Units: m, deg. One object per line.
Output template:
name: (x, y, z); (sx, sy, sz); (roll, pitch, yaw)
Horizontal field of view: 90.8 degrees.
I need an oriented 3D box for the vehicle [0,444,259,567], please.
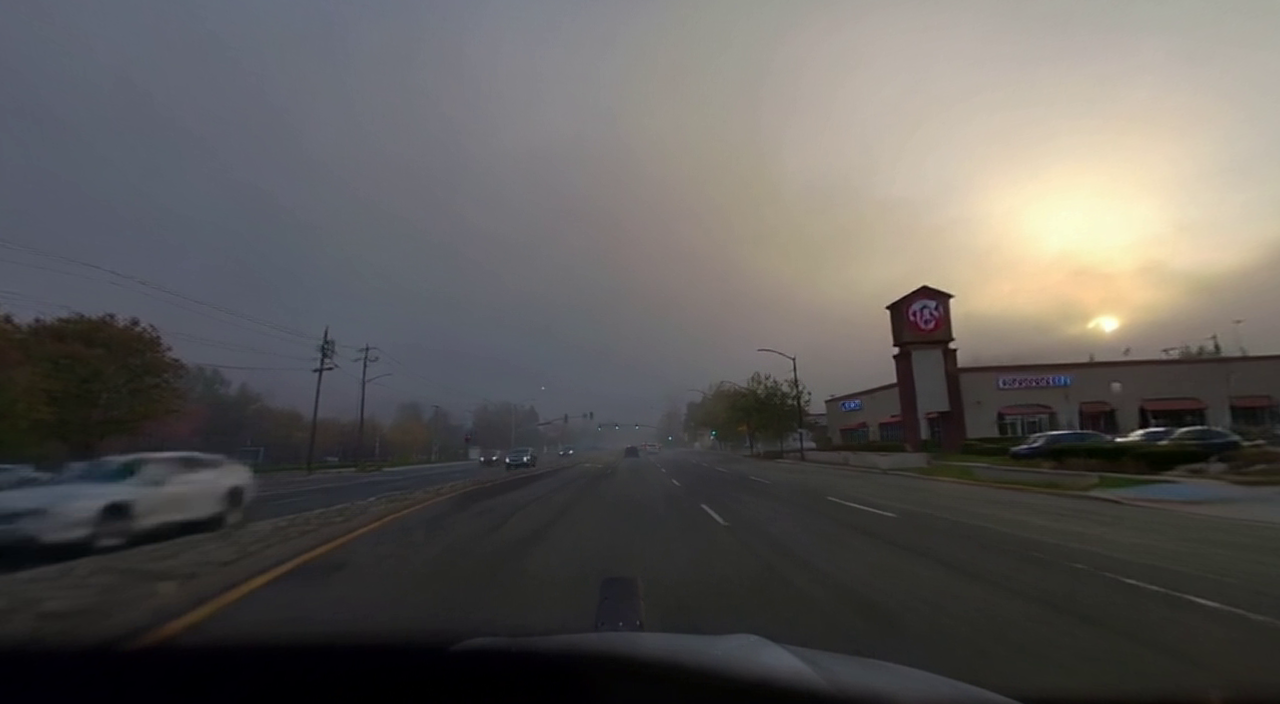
vehicle: (-8.588, 2.269, 10.232); (1.959, 1.505, 4.622); (0, -9, 0)
